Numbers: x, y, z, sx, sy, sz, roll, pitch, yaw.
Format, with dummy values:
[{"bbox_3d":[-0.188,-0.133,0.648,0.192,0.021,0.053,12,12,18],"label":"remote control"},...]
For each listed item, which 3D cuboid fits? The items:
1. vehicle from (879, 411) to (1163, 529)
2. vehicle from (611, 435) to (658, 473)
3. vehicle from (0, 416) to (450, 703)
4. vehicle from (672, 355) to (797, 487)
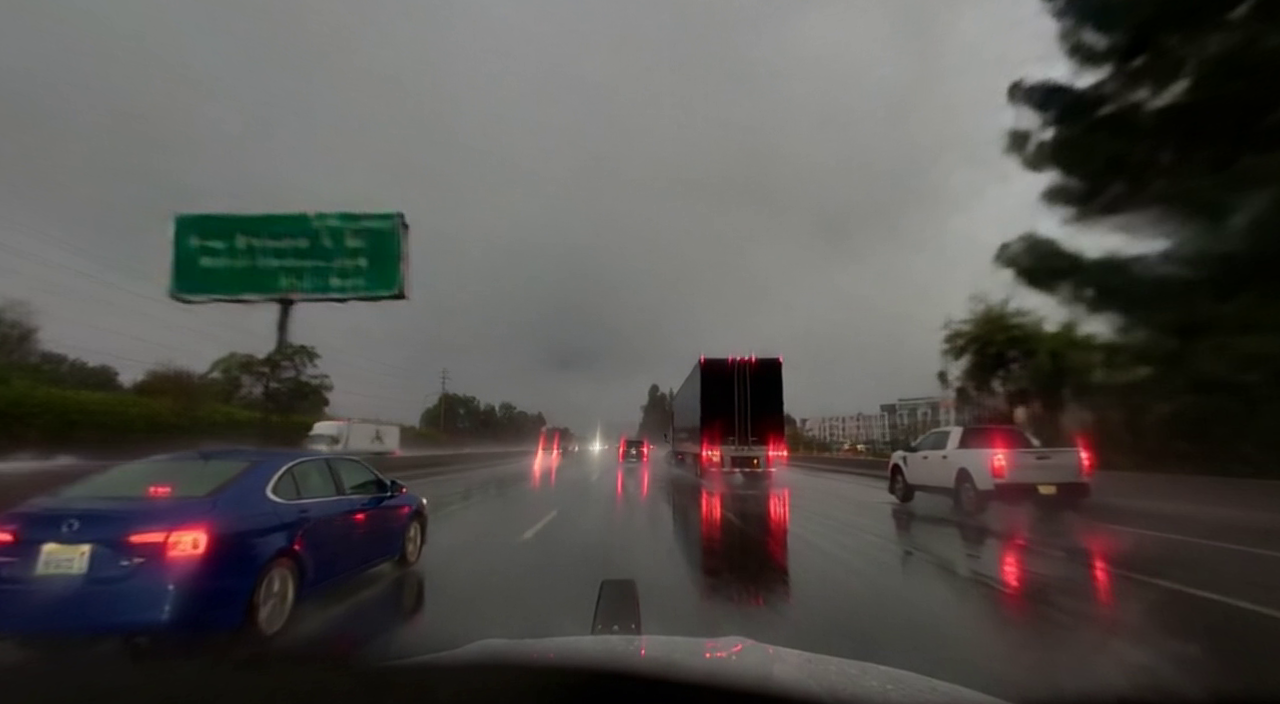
[{"bbox_3d":[6.877,2.229,12.454,2.106,1.795,5.489,0,-9,-1],"label":"vehicle"},{"bbox_3d":[-0.297,5.199,32.366,2.203,1.805,4.358,0,-9,-1],"label":"vehicle"},{"bbox_3d":[-3.140,1.333,4.988,1.864,1.406,4.544,0,-9,0],"label":"vehicle"},{"bbox_3d":[3.306,3.270,27.193,2.876,4.086,15.117,0,-9,-1],"label":"vehicle"}]
